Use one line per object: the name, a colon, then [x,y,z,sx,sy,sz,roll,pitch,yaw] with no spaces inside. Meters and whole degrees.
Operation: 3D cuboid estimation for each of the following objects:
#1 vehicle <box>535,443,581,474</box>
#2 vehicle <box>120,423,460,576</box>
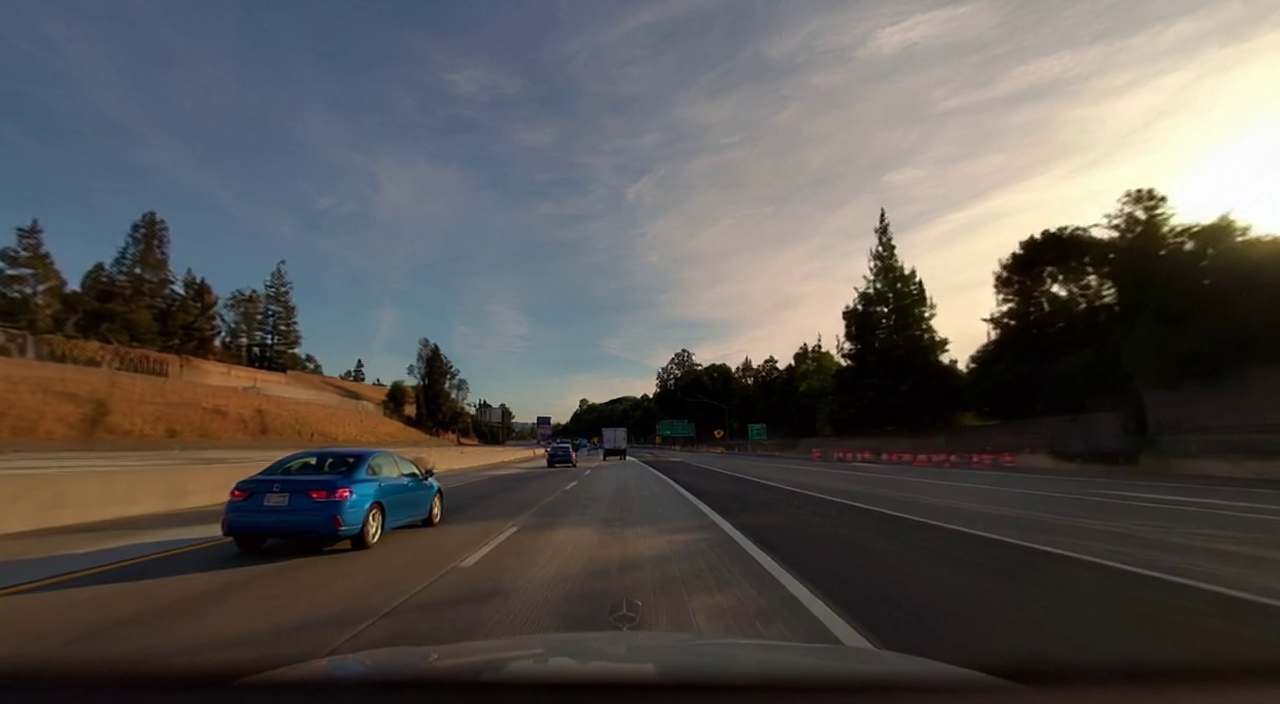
vehicle: [-4.130,5.420,32.333,1.965,1.459,4.145,1,-9,-2]
vehicle: [-4.180,1.840,8.693,2.012,1.510,4.672,0,-9,0]
